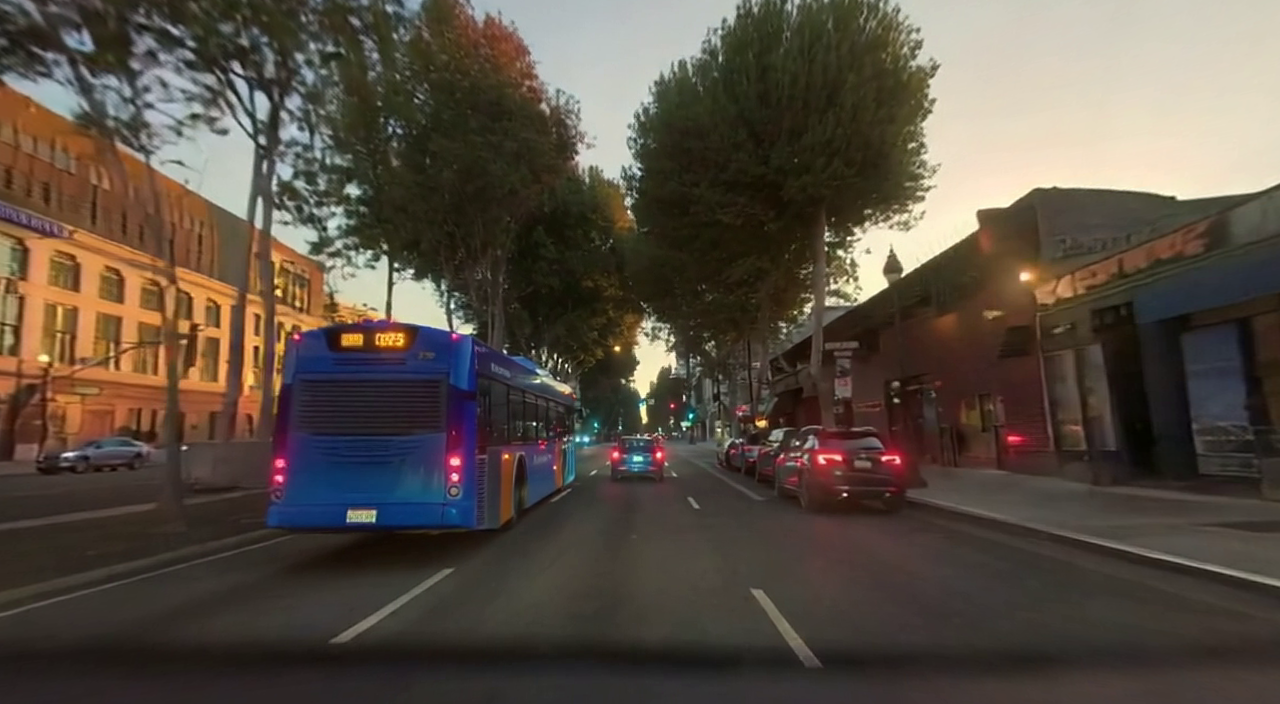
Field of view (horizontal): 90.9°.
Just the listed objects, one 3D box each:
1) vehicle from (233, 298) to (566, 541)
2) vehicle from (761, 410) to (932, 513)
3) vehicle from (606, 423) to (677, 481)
[{"bbox_3d":[-3.305,1.458,11.777,2.920,2.884,8.588,0,-9,-1],"label":"vehicle"},{"bbox_3d":[4.038,2.254,13.320,2.138,1.787,4.522,0,-8,1],"label":"vehicle"},{"bbox_3d":[0.072,3.296,20.950,2.120,1.727,3.917,0,-8,1],"label":"vehicle"}]
